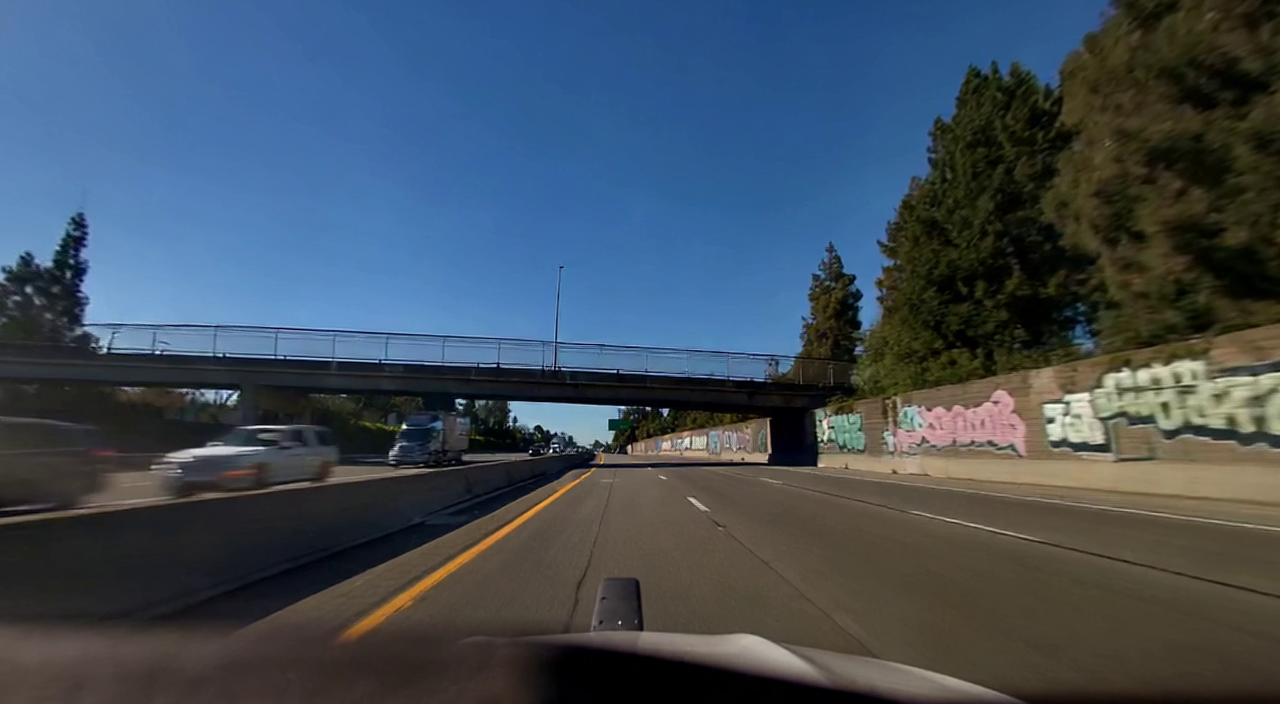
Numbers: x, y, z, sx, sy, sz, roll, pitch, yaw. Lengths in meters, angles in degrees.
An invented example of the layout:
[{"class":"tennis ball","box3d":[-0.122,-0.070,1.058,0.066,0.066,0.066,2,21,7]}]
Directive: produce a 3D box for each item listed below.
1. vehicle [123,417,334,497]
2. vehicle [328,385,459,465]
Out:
[{"class":"vehicle","box3d":[-9.305,2.436,14.764,1.964,1.571,4.454,0,-9,0]},{"class":"vehicle","box3d":[-14.437,4.745,38.596,3.020,3.998,14.022,0,-9,-3]}]
